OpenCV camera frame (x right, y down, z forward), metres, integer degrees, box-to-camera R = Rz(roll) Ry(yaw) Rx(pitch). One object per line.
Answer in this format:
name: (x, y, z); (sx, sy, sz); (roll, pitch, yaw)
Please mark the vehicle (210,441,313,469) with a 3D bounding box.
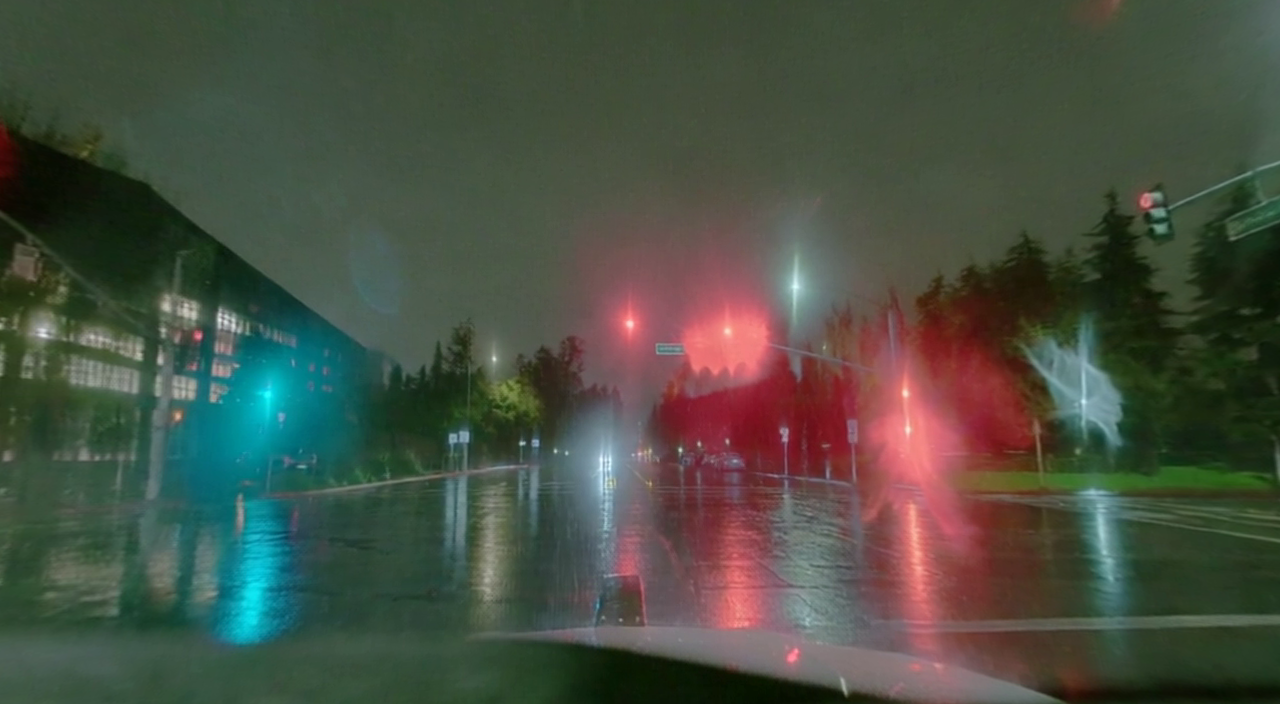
vehicle: (-22.227, 6.049, 37.277); (4.765, 1.593, 1.891); (1, -9, -7)
